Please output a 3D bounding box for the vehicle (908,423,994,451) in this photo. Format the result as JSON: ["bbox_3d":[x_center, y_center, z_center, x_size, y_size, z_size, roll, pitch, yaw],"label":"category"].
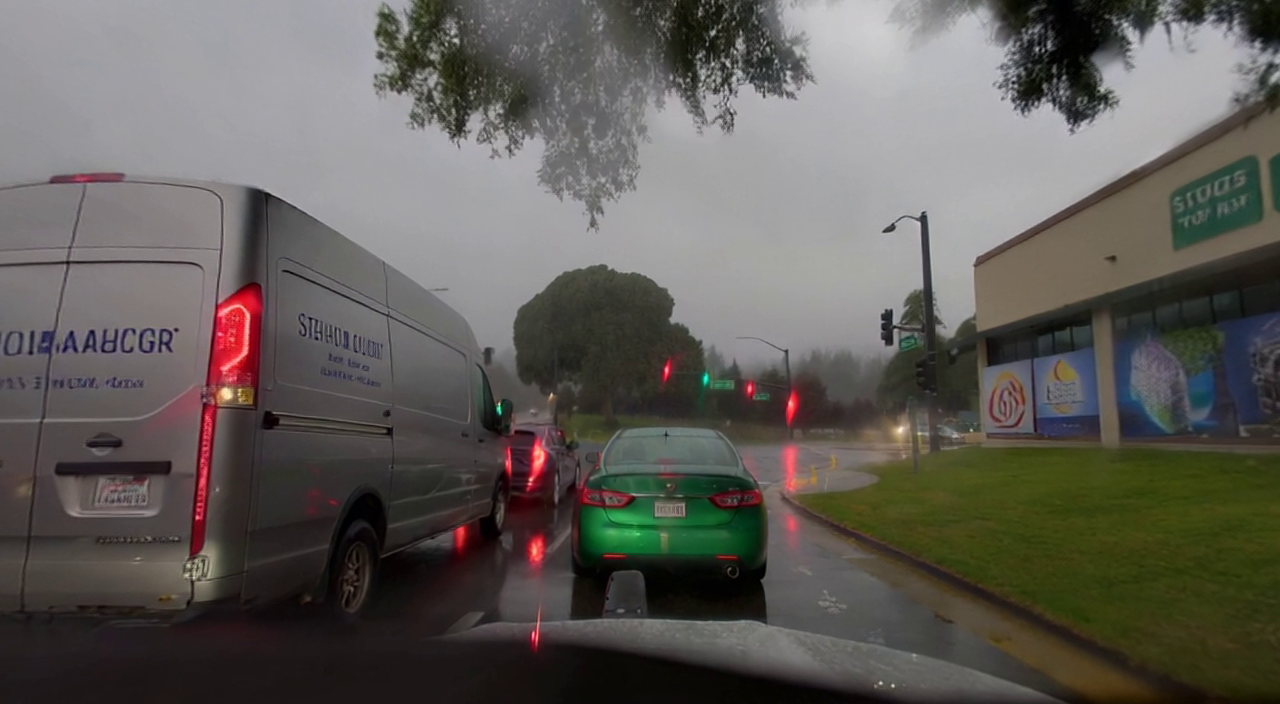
[{"bbox_3d":[21.944,6.044,44.542,5.021,1.848,2.210,1,-9,-9],"label":"vehicle"}]

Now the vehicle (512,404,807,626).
[{"bbox_3d":[0.300,1.636,7.345,2.398,1.773,4.254,-1,-8,4],"label":"vehicle"}]

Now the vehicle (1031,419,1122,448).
[{"bbox_3d":[31.993,6.037,46.191,5.084,2.041,2.360,2,-9,-9],"label":"vehicle"}]

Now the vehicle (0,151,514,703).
[{"bbox_3d":[-3.089,0.875,5.869,2.555,3.035,5.702,0,-8,1],"label":"vehicle"}]
